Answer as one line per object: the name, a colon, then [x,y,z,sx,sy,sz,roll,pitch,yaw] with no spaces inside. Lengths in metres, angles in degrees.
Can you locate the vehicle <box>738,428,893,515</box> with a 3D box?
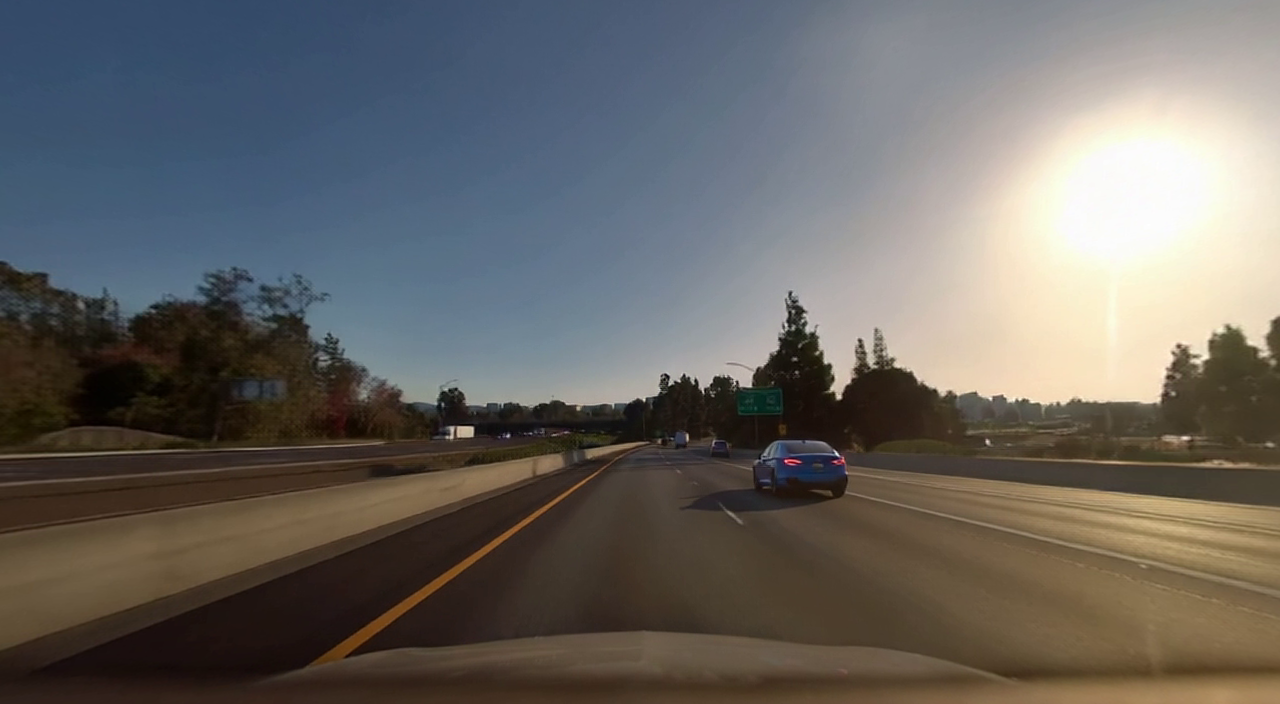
vehicle: [3.513,2.490,13.630,2.050,1.546,4.344,0,-8,-1]
